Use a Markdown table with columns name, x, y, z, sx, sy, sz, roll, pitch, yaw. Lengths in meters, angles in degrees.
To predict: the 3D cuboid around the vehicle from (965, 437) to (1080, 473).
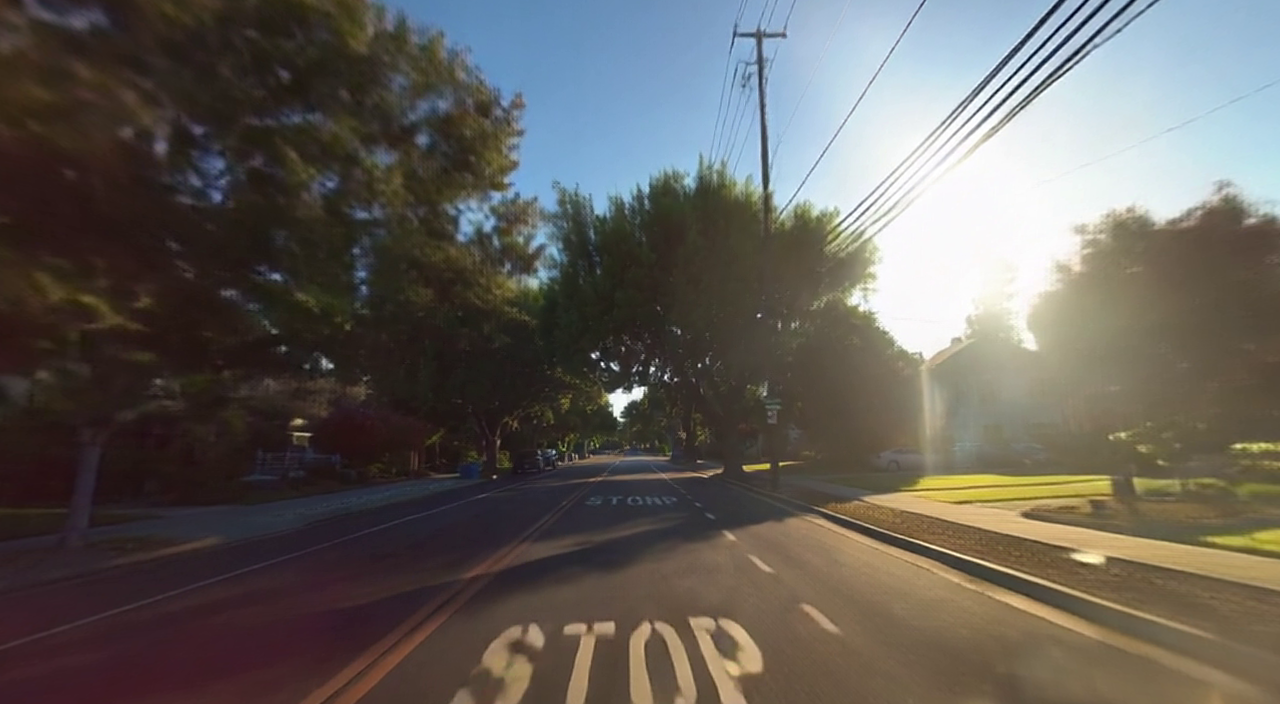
| name | x | y | z | sx | sy | sz | roll | pitch | yaw |
| --- | --- | --- | --- | --- | --- | --- | --- | --- | --- |
| vehicle | 18.907 | 5.104 | 31.368 | 4.362 | 1.480 | 1.903 | -3 | -7 | 0 |

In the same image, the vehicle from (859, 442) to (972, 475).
| name | x | y | z | sx | sy | sz | roll | pitch | yaw |
| --- | --- | --- | --- | --- | --- | --- | --- | --- | --- |
| vehicle | 13.624 | 5.271 | 31.393 | 4.624 | 1.420 | 2.045 | -1 | -9 | -4 |
